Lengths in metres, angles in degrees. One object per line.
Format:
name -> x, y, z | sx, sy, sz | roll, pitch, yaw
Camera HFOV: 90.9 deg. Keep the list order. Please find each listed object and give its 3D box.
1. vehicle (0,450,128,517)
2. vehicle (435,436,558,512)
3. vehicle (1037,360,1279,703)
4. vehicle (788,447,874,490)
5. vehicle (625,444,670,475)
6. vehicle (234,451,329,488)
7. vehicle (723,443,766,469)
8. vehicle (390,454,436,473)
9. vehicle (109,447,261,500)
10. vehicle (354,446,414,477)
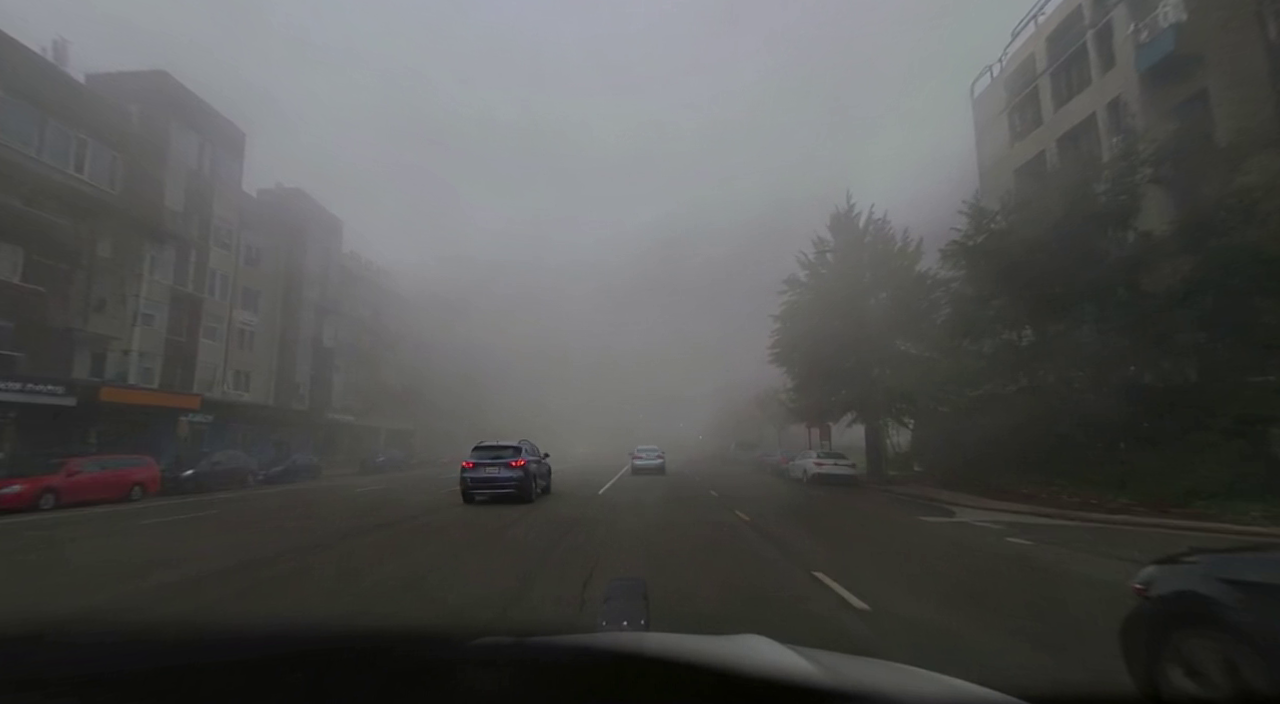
vehicle -> -17.160, 3.613, 17.727 | 1.910, 1.638, 4.198 | 0, -9, 1
vehicle -> -3.166, 2.775, 14.817 | 1.860, 1.510, 4.073 | 0, -9, 1
vehicle -> 3.260, 0.753, 1.557 | 1.987, 1.637, 3.896 | 0, -9, 0
vehicle -> 7.229, 4.433, 24.409 | 1.880, 1.451, 4.958 | 0, -9, 1
vehicle -> 0.390, 5.353, 31.636 | 2.103, 1.468, 4.094 | 0, -9, 1
vehicle -> -16.977, 5.544, 30.136 | 1.915, 1.497, 4.445 | -2, -8, 1
vehicle -> 7.377, 7.417, 45.176 | 2.207, 1.789, 5.099 | 0, -9, 0
vehicle -> -16.632, 8.158, 46.358 | 1.668, 1.298, 4.337 | 0, -9, 1
vehicle -> -16.970, 4.495, 23.913 | 2.121, 1.678, 4.936 | -2, -8, 0
vehicle -> -16.645, 7.090, 41.194 | 2.089, 1.756, 4.486 | -2, -8, -1
